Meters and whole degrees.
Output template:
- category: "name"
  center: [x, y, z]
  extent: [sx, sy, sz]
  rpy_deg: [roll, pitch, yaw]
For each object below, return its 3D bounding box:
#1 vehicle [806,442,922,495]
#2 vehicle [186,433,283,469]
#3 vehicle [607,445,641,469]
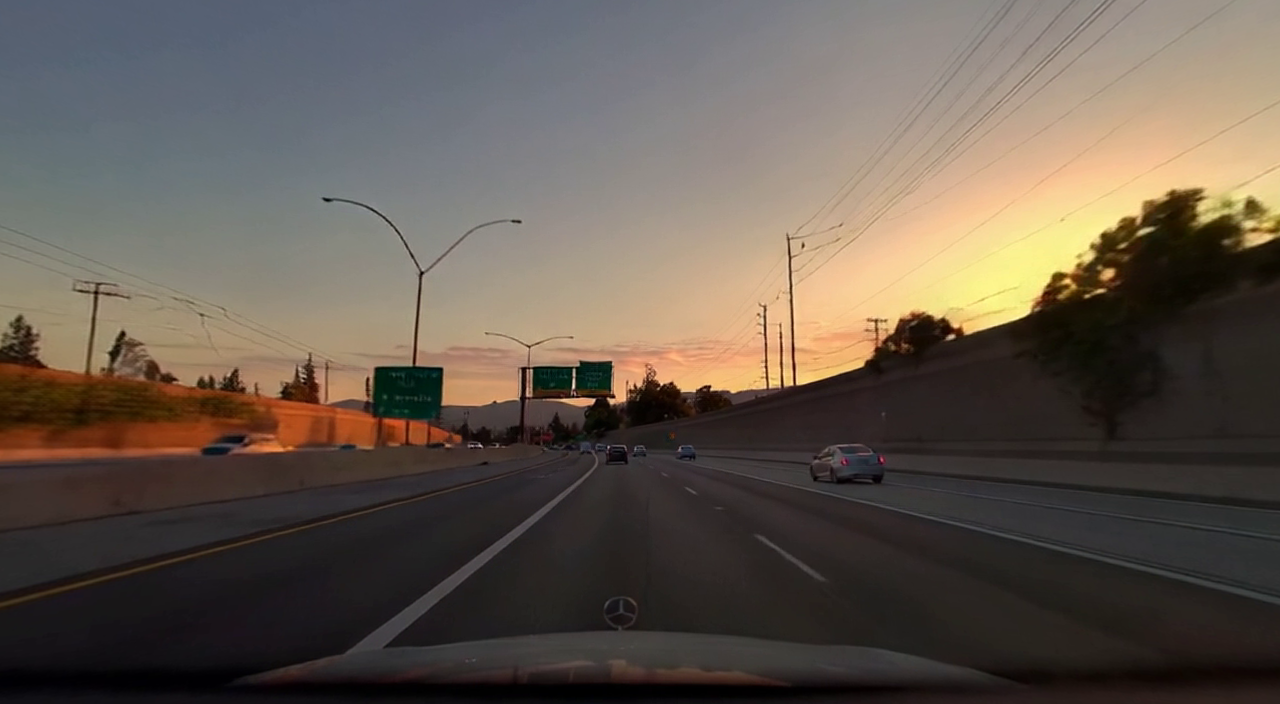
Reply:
- category: "vehicle"
  center: [6.732, 3.538, 19.575]
  extent: [1.876, 1.451, 4.154]
  rpy_deg: [0, -9, -3]
- category: "vehicle"
  center: [-24.402, 6.001, 38.458]
  extent: [2.250, 1.966, 5.757]
  rpy_deg: [0, -9, -2]
- category: "vehicle"
  center: [-1.132, 6.940, 42.082]
  extent: [2.109, 1.489, 4.027]
  rpy_deg: [0, -9, -4]
